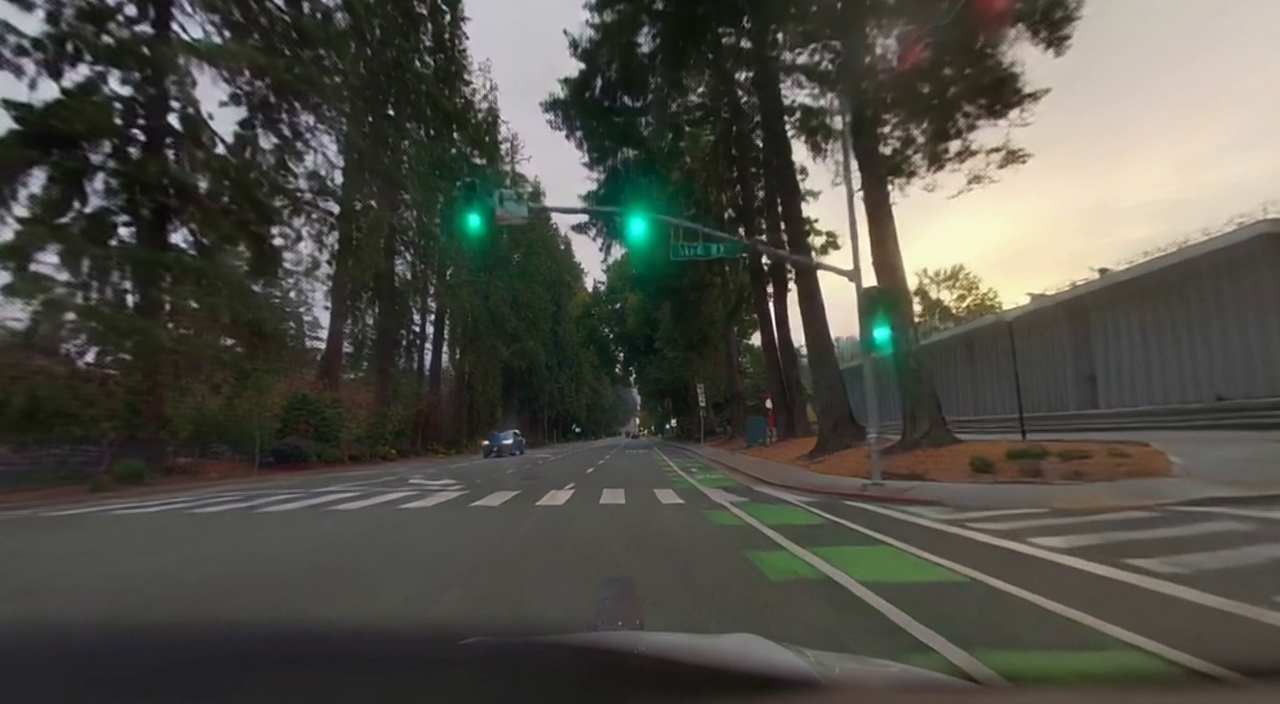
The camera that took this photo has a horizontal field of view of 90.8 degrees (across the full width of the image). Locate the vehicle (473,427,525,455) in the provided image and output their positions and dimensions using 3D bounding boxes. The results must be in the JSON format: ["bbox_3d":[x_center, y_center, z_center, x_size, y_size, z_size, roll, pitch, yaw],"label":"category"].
[{"bbox_3d":[-9.529,6.091,43.104,2.248,1.761,4.918,0,-8,2],"label":"vehicle"}]
